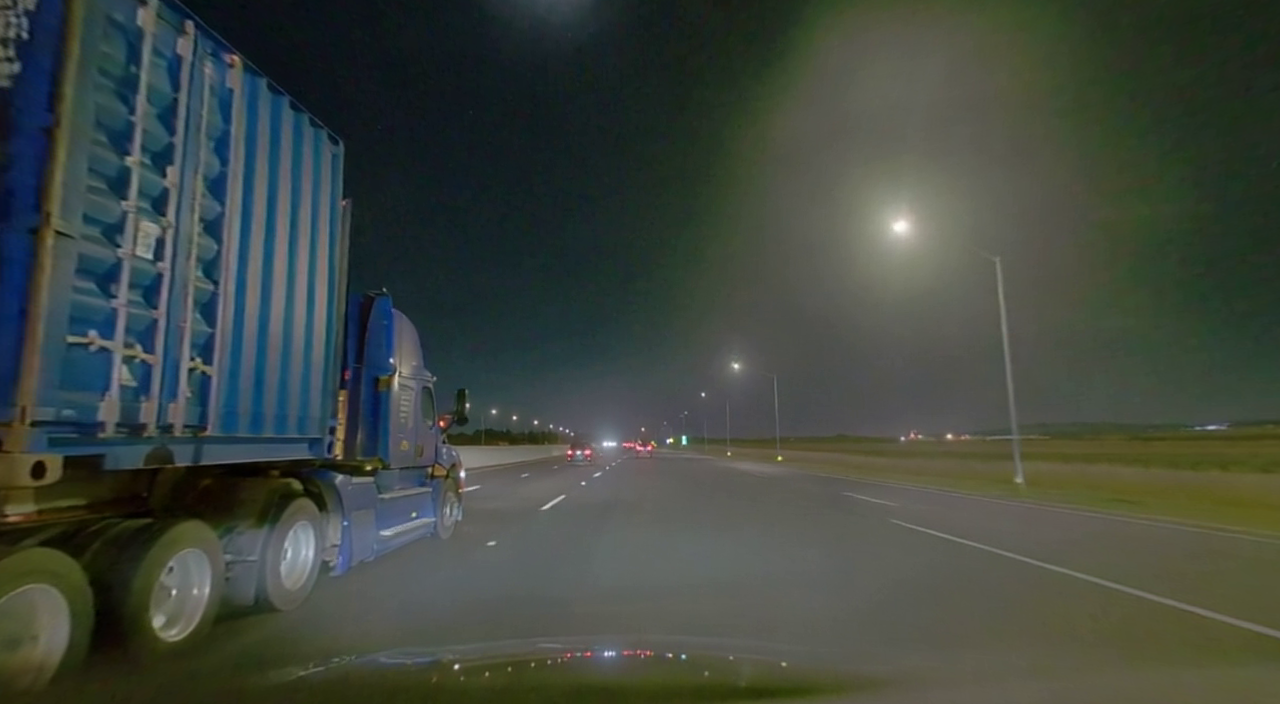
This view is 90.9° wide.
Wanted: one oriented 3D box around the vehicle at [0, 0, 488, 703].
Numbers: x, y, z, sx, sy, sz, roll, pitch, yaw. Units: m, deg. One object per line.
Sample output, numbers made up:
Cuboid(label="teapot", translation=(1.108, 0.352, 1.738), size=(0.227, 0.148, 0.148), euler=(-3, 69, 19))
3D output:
Cuboid(label="vehicle", translation=(-4.017, 0.256, 6.427), size=(2.987, 3.868, 7.576), euler=(0, -8, 0))

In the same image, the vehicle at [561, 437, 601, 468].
Cuboid(label="vehicle", translation=(-3.587, 6.203, 39.061), size=(1.995, 1.745, 4.187), euler=(0, -8, 1))
